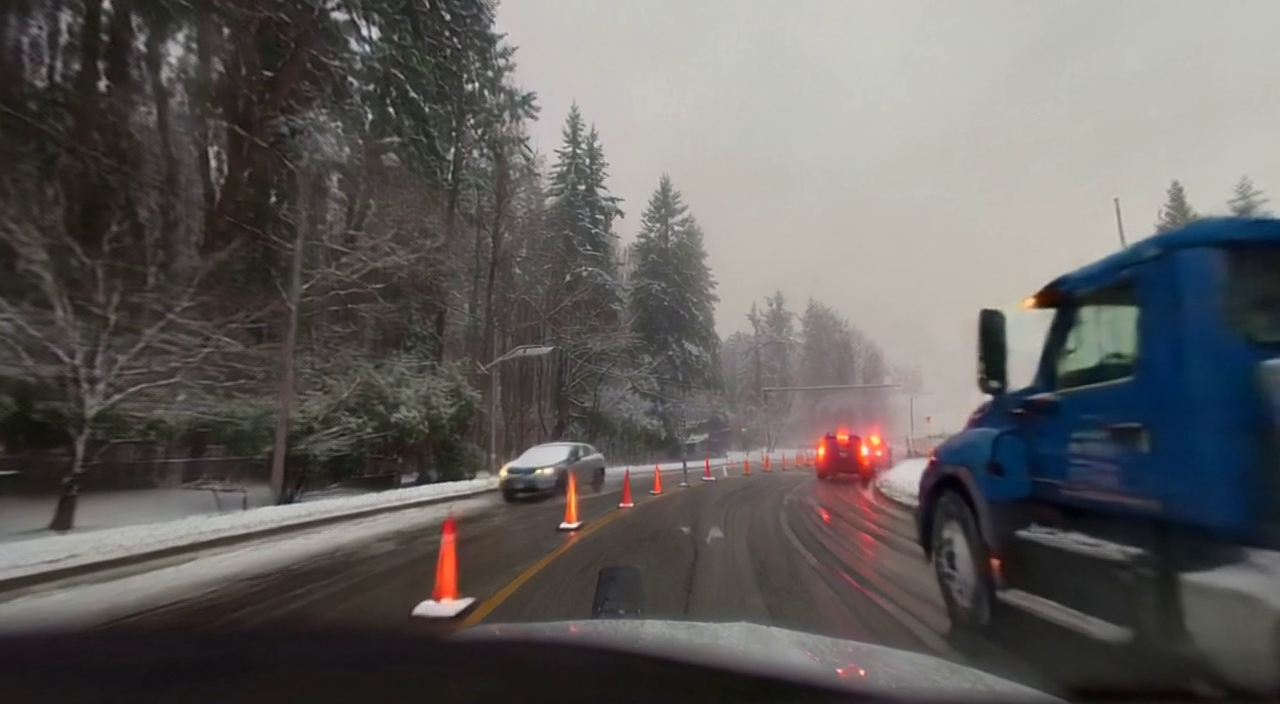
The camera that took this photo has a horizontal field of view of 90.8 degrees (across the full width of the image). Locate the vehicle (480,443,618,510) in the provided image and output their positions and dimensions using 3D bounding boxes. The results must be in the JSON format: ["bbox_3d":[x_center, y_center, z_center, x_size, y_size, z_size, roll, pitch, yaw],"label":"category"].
[{"bbox_3d":[-2.187,3.150,16.594,1.945,1.494,4.201,-3,-9,17],"label":"vehicle"}]

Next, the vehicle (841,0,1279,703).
[{"bbox_3d":[3.326,-0.053,0.685,2.787,2.966,10.741,-1,-6,1],"label":"vehicle"}]
